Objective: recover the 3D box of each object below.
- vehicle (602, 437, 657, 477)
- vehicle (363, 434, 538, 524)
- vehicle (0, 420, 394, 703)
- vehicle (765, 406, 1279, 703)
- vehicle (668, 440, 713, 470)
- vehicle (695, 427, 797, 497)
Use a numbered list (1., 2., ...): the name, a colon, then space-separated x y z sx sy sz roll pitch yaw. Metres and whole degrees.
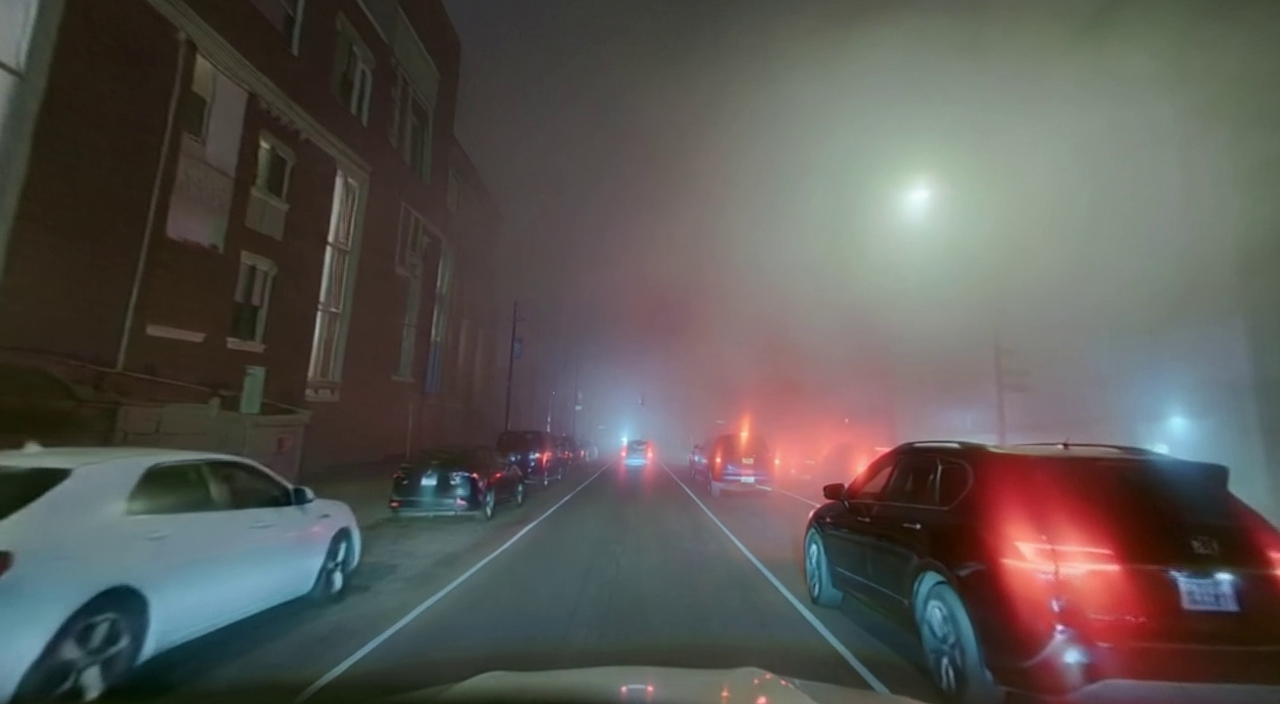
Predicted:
1. vehicle: -0.374 4.157 25.180 2.007 1.460 3.923 0 -8 0
2. vehicle: -3.536 2.460 12.839 1.972 1.471 4.795 0 -8 2
3. vehicle: -3.618 1.275 4.310 1.954 1.462 4.407 0 -8 2
4. vehicle: 2.449 1.280 4.557 2.080 1.495 4.591 0 -8 -1
5. vehicle: 2.622 5.436 33.494 1.966 1.475 4.528 0 -8 -1
6. vehicle: 2.822 3.051 17.842 2.002 1.707 4.547 0 -8 -1
